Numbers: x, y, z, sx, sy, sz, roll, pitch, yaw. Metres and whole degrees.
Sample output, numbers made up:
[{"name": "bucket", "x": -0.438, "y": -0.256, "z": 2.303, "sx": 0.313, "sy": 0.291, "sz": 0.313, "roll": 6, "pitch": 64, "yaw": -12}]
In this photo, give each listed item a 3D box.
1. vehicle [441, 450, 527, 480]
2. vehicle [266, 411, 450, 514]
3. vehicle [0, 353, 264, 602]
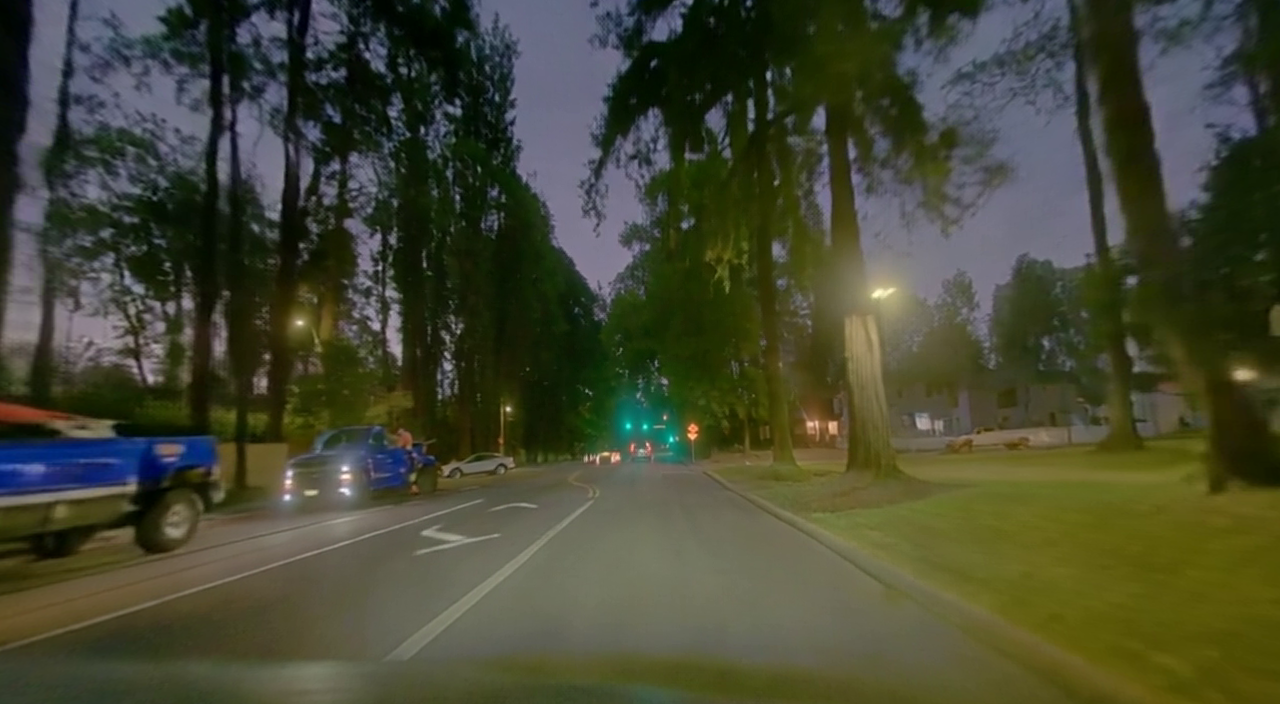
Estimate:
[{"name": "vehicle", "x": -9.176, "y": 6.682, "z": 37.453, "sx": 4.594, "sy": 1.696, "sz": 1.971, "roll": 0, "pitch": -8, "yaw": -1}, {"name": "vehicle", "x": -9.216, "y": 3.719, "z": 21.780, "sx": 2.816, "sy": 2.723, "sz": 7.506, "roll": -5, "pitch": -9, "yaw": 1}, {"name": "vehicle", "x": -9.476, "y": 1.632, "z": 8.332, "sx": 2.970, "sy": 3.068, "sz": 9.784, "roll": 0, "pitch": -8, "yaw": 0}]
